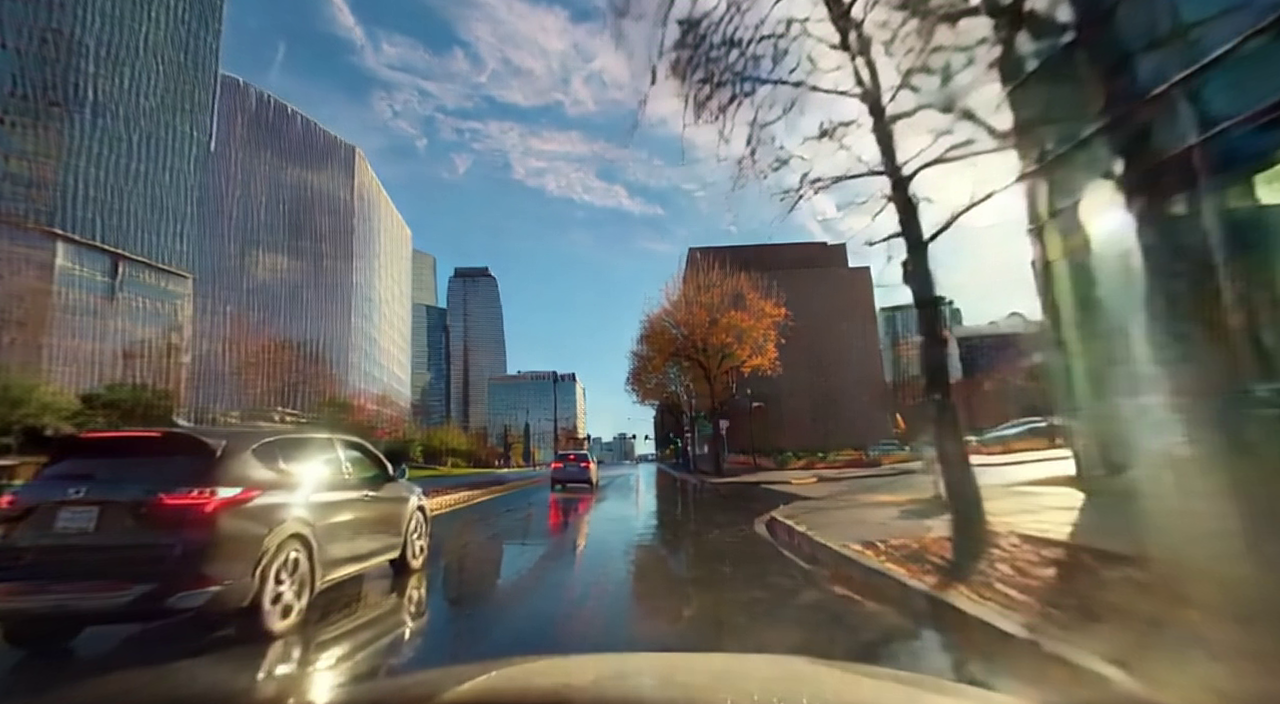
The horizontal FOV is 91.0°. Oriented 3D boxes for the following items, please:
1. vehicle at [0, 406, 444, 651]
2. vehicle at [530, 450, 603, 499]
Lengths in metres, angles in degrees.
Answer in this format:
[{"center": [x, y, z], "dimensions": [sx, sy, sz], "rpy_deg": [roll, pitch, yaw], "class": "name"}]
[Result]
[{"center": [-4.041, 1.704, 6.918], "dimensions": [2.169, 1.741, 4.588], "rpy_deg": [-1, -11, 2], "class": "vehicle"}, {"center": [-2.997, 5.201, 26.898], "dimensions": [2.384, 1.849, 5.009], "rpy_deg": [-1, -11, 2], "class": "vehicle"}]
